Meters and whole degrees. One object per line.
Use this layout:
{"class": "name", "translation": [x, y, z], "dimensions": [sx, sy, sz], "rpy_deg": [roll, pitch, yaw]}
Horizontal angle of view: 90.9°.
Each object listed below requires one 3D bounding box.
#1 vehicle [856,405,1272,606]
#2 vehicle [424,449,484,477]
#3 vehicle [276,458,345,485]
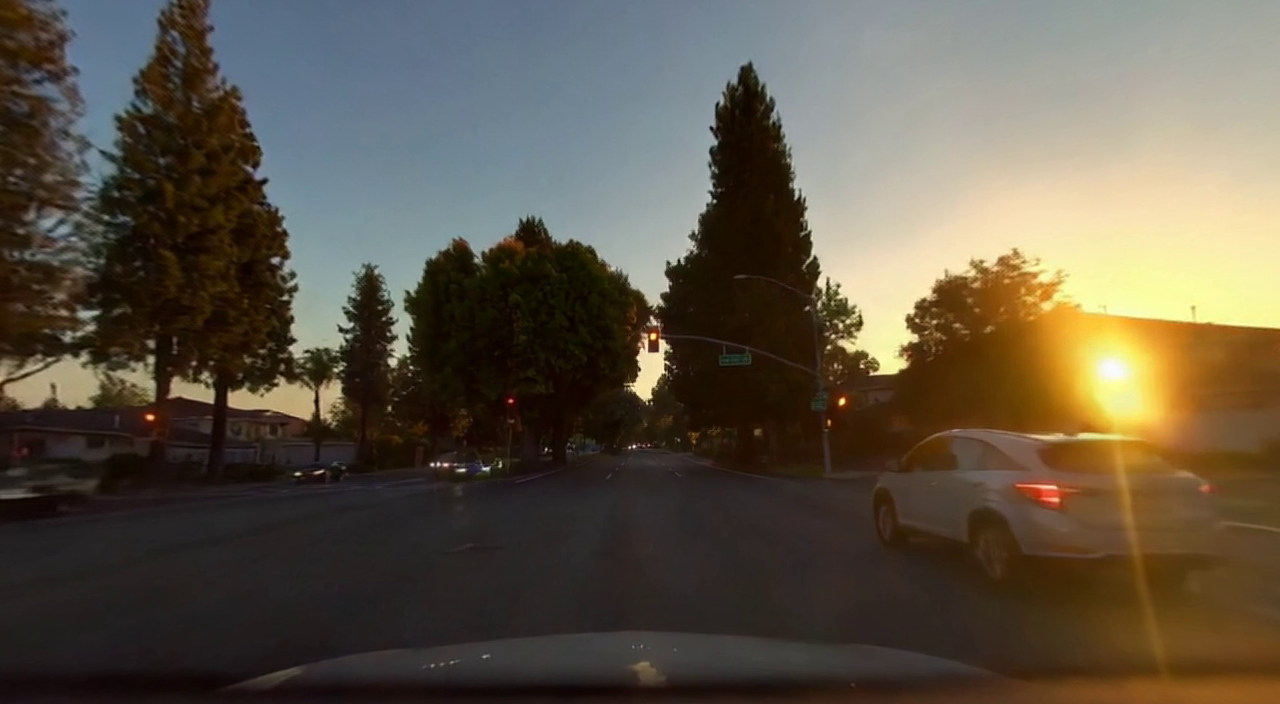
{"class": "vehicle", "translation": [4.029, 1.509, 6.914], "dimensions": [2.018, 1.591, 3.564], "rpy_deg": [0, -9, 0]}
{"class": "vehicle", "translation": [-10.305, 6.160, 35.275], "dimensions": [2.029, 1.453, 4.188], "rpy_deg": [-1, -9, 1]}
{"class": "vehicle", "translation": [-20.741, 7.514, 39.902], "dimensions": [1.844, 1.494, 4.706], "rpy_deg": [0, -9, 0]}
